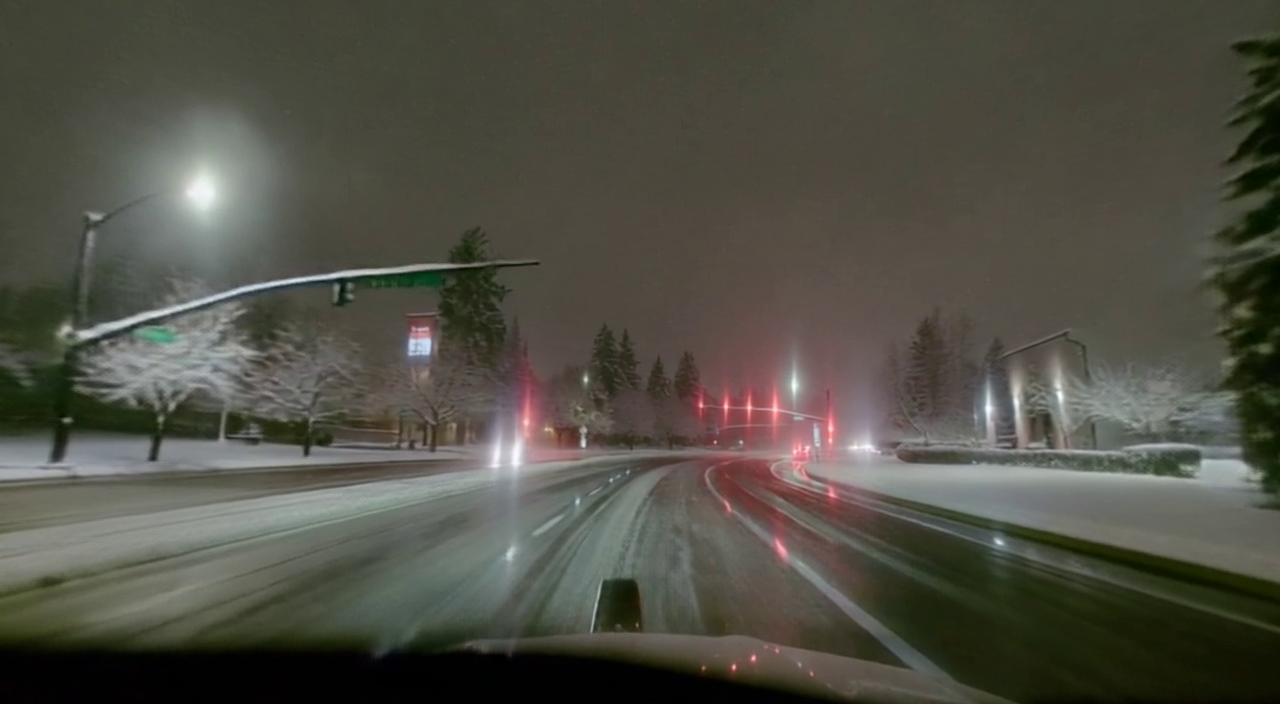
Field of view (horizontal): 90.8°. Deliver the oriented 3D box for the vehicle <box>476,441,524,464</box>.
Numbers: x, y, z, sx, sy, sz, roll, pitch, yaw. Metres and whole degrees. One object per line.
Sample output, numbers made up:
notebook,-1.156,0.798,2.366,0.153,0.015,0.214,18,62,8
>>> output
vehicle,-10.924,7.881,49.508,2.080,1.695,4.454,-1,-9,10
